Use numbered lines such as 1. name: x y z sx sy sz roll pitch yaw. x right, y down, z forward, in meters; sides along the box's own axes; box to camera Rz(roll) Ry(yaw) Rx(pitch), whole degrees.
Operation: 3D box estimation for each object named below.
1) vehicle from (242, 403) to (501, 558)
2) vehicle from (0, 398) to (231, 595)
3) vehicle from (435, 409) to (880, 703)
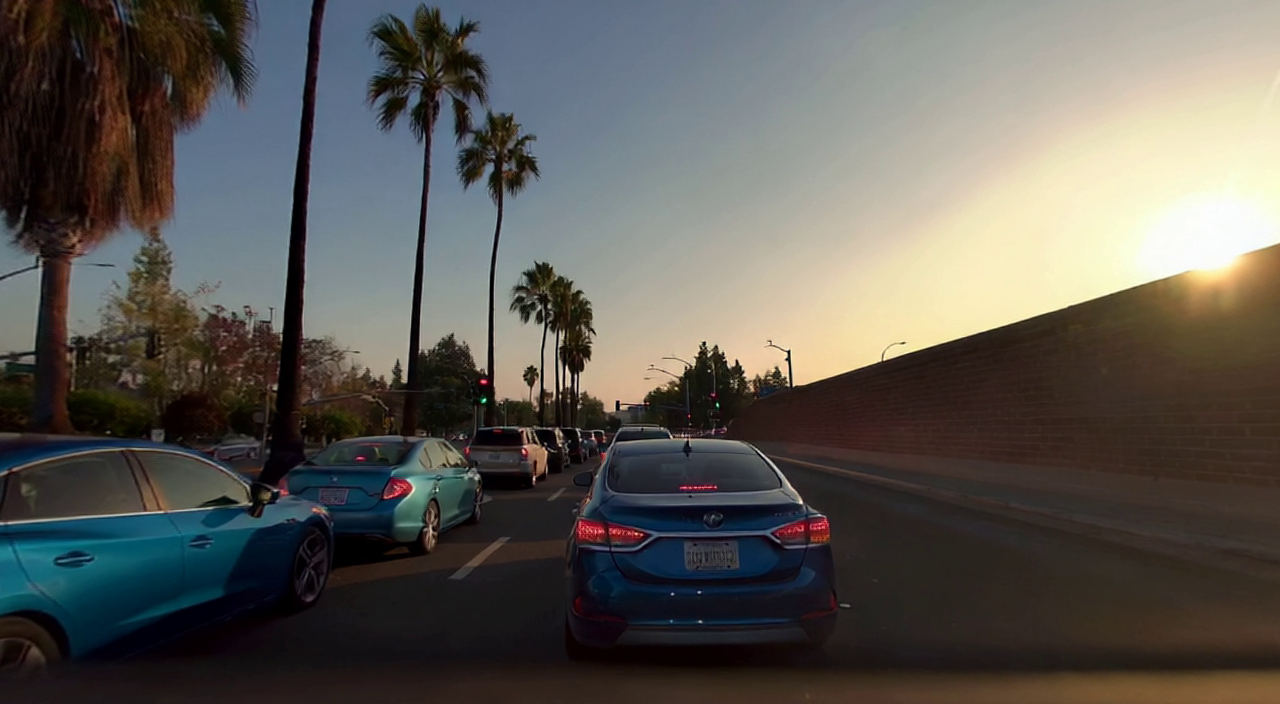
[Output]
1. vehicle: -3.520 1.772 9.285 2.055 1.746 4.136 0 -8 -1
2. vehicle: -6.672 1.402 6.397 1.963 1.721 4.662 0 -8 -2
3. vehicle: 0.039 1.335 5.206 2.128 1.473 4.272 0 -8 -1
